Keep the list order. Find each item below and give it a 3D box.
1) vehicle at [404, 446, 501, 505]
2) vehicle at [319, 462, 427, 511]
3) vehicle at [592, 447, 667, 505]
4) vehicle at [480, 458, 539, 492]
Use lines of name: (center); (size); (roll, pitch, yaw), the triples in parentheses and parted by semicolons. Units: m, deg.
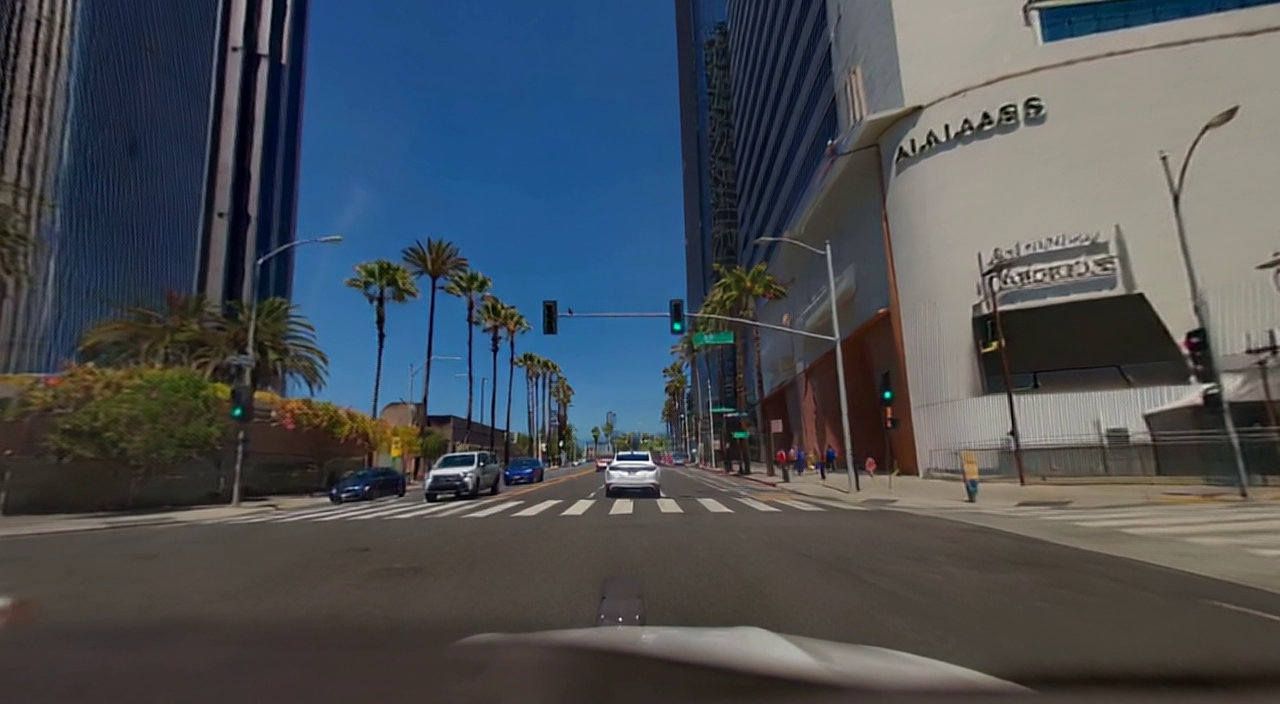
vehicle: (-6.690, 4.421, 23.087); (2.070, 1.893, 4.738); (0, -9, 0)
vehicle: (-9.654, 4.870, 23.208); (1.977, 1.475, 4.491); (0, -9, 0)
vehicle: (-0.327, 3.875, 20.078); (2.145, 1.632, 3.972); (0, -9, -1)
vehicle: (-6.461, 6.128, 31.682); (1.951, 1.476, 4.452); (0, -9, 0)
